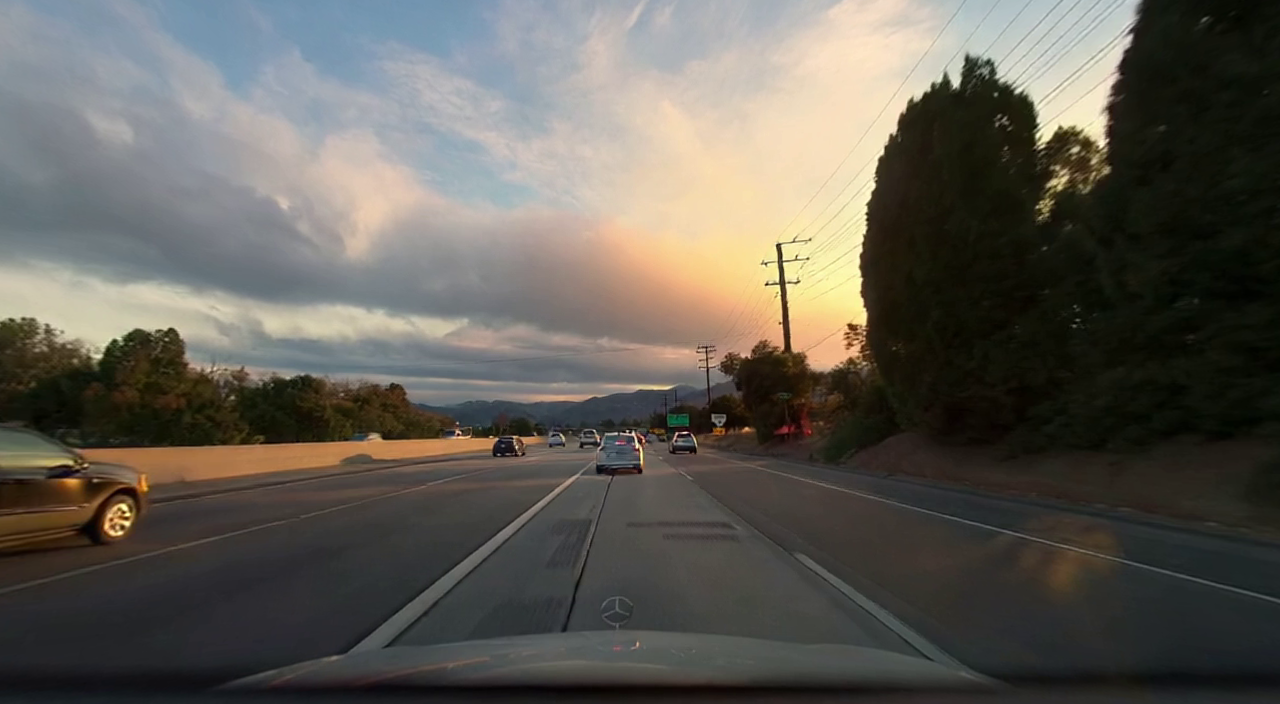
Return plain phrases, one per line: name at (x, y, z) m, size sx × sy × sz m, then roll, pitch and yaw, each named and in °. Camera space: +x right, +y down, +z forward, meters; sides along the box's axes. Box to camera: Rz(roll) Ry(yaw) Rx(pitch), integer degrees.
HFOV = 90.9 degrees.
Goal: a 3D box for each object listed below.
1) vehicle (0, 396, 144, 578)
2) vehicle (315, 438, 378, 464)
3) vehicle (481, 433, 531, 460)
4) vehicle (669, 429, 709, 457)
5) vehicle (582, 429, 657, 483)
vehicle at (-6.943, 1.191, 5.375) m, size 1.980 × 1.678 × 4.255 m, roll 0°, pitch -8°, yaw -1°
vehicle at (-16.620, 5.605, 35.943) m, size 1.740 × 1.382 × 3.914 m, roll 0°, pitch -8°, yaw 0°
vehicle at (-7.723, 5.461, 36.720) m, size 1.992 × 1.494 × 4.133 m, roll 0°, pitch -8°, yaw 0°
vehicle at (3.029, 5.735, 39.855) m, size 1.950 × 1.695 × 4.446 m, roll 0°, pitch -8°, yaw -2°
vehicle at (-0.596, 3.136, 19.409) m, size 2.086 × 1.488 × 3.440 m, roll 0°, pitch -8°, yaw -1°
